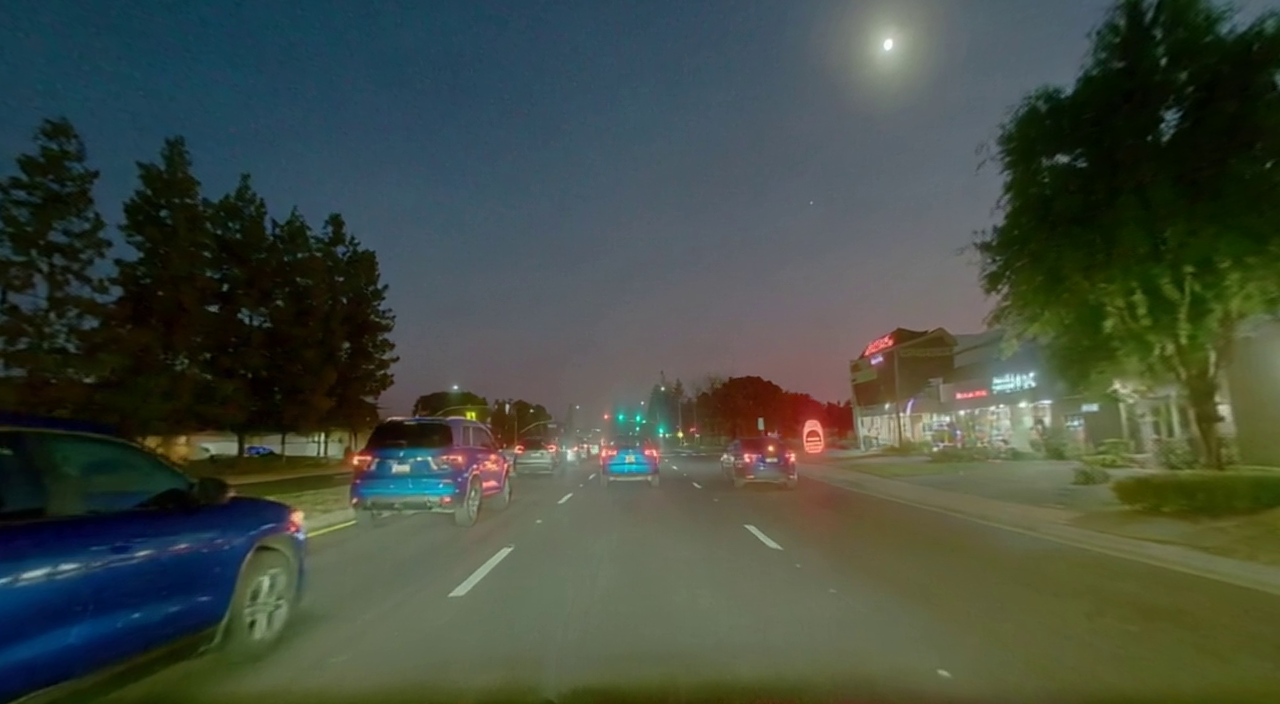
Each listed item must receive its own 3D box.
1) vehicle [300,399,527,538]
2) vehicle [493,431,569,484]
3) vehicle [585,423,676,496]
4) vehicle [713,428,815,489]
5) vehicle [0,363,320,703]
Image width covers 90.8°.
[{"bbox_3d":[-3.626,1.990,11.379,2.304,1.928,4.833,0,-8,0],"label":"vehicle"},{"bbox_3d":[-3.708,3.664,22.263,1.948,1.668,4.279,0,-8,0],"label":"vehicle"},{"bbox_3d":[-0.245,2.815,16.863,2.112,1.693,4.058,0,-8,-1],"label":"vehicle"},{"bbox_3d":[3.764,3.333,20.114,2.188,1.685,4.604,0,-8,-2],"label":"vehicle"},{"bbox_3d":[-3.106,0.800,1.825,2.074,1.566,4.392,0,-8,0],"label":"vehicle"}]
